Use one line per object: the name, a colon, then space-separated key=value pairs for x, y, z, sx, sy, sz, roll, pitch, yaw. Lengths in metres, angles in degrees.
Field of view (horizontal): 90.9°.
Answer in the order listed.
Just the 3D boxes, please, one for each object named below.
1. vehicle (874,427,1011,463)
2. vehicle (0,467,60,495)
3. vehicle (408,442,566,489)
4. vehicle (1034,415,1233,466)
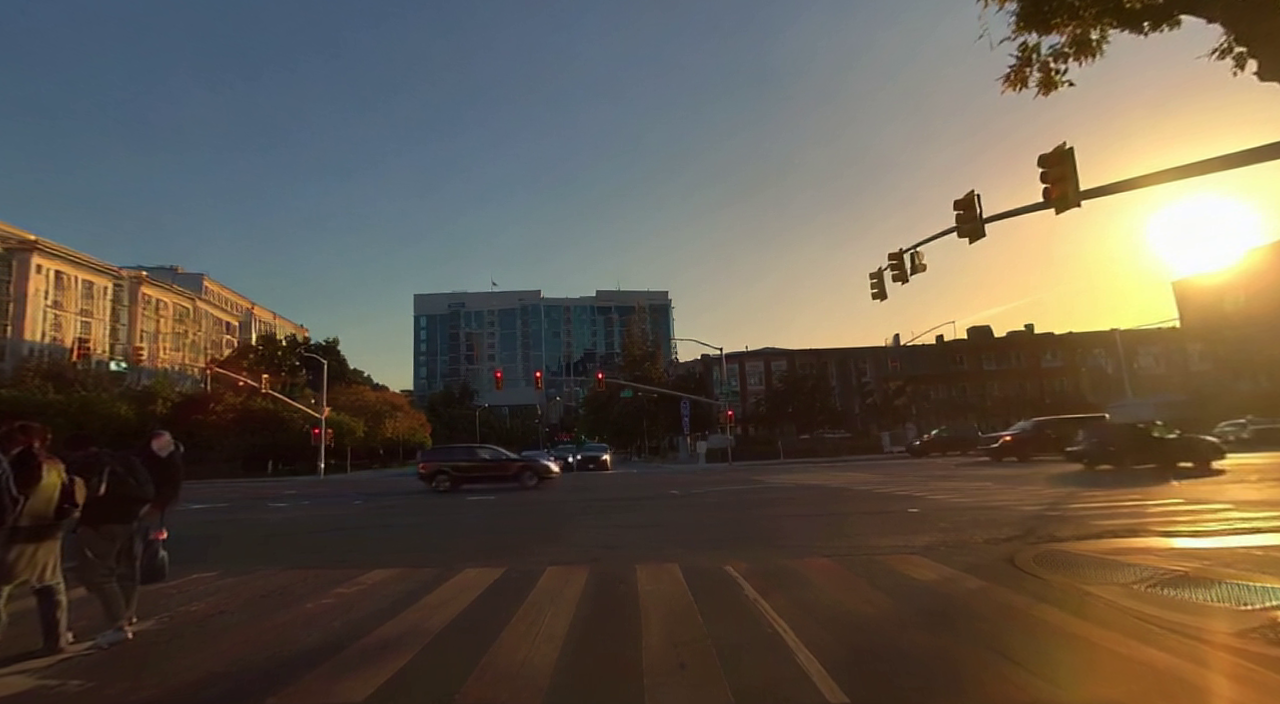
vehicle: x=12.915 y=4.021 z=27.201 sx=4.906 sy=1.485 sz=1.857 roll=-1 pitch=-9 yaw=6
vehicle: x=-39.508 y=8.083 z=39.629 sx=4.397 sy=1.582 sz=1.820 roll=-1 pitch=-9 yaw=6
vehicle: x=-4.948 y=3.703 z=20.727 sx=4.650 sy=1.448 sz=1.892 roll=-1 pitch=-9 yaw=7
vehicle: x=14.989 y=2.743 z=19.384 sx=4.360 sy=1.460 sz=1.834 roll=-1 pitch=-9 yaw=7
